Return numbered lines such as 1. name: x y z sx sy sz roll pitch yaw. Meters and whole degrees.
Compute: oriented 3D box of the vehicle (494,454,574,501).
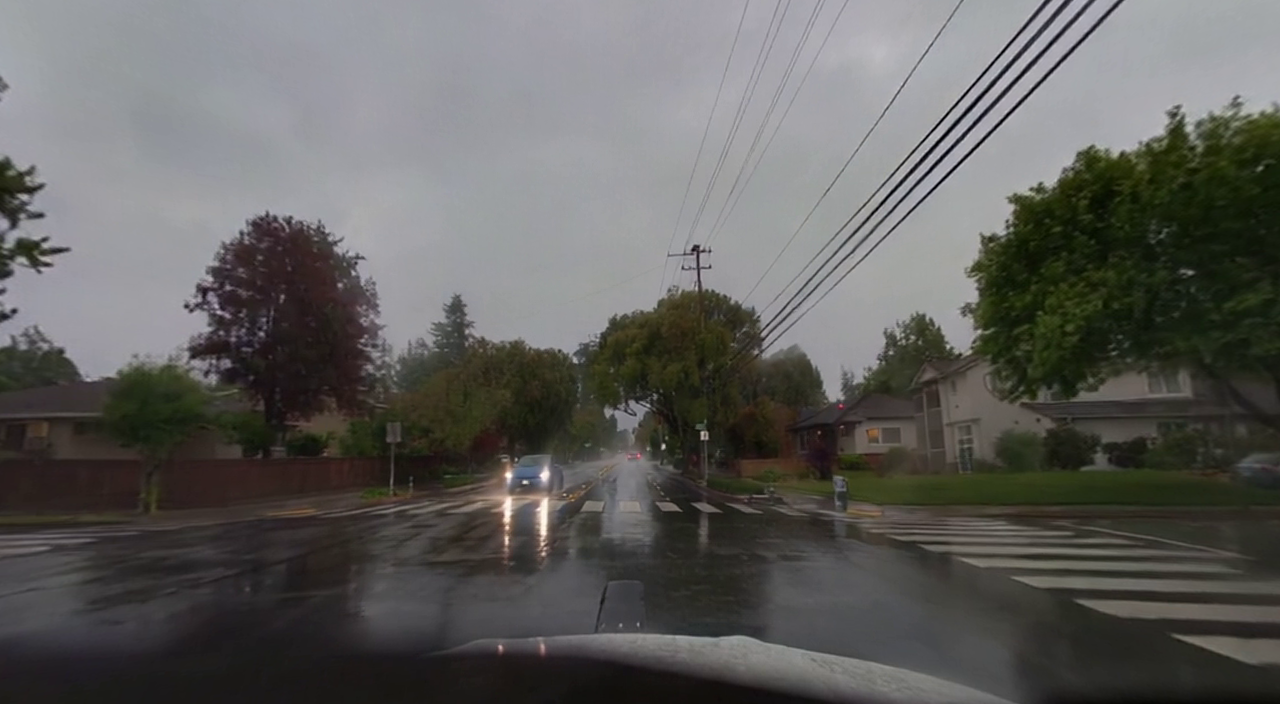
1. vehicle: -3.700 4.449 22.791 2.102 1.463 4.024 0 -9 1
